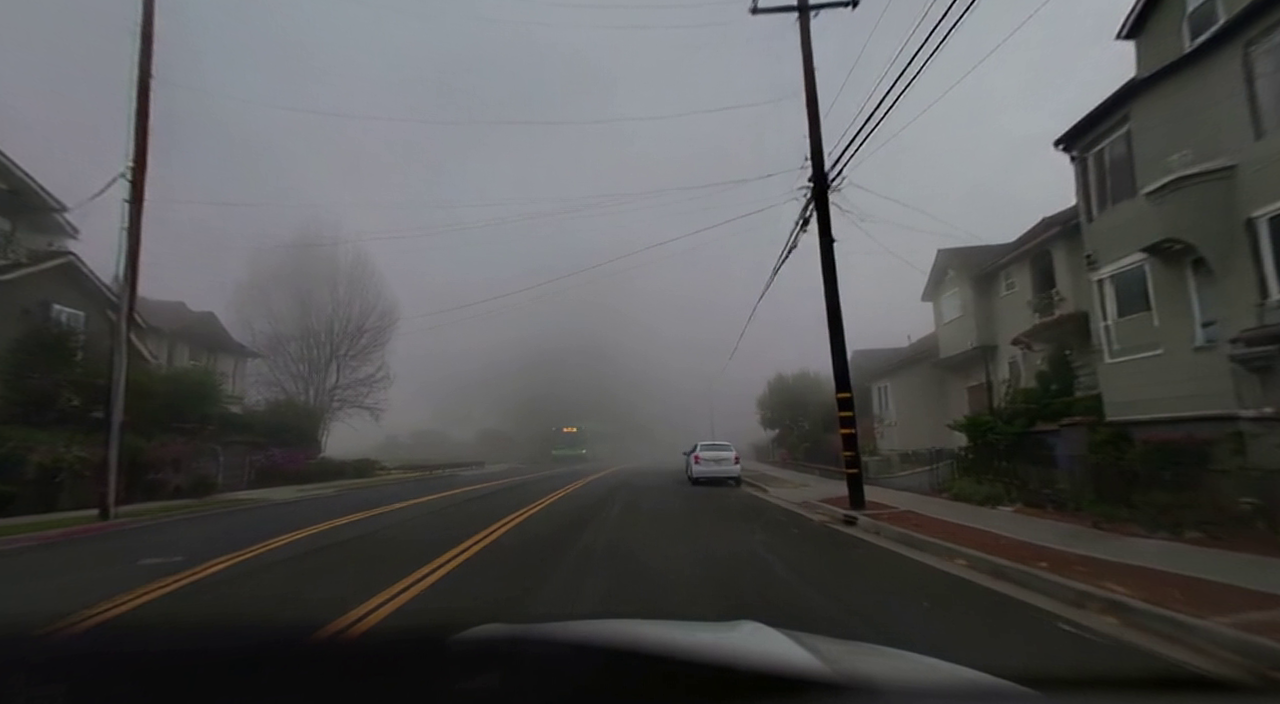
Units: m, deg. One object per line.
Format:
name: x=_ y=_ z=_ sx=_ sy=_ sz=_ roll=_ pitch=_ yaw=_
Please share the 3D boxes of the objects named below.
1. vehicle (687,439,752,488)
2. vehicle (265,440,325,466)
vehicle: x=2.781 y=3.982 z=22.840 sx=1.984 sy=1.601 sz=3.994 roll=0 pitch=-9 yaw=2
vehicle: x=-24.876 y=7.271 z=45.737 sx=2.006 sy=1.766 sz=4.685 roll=1 pitch=-9 yaw=-6
